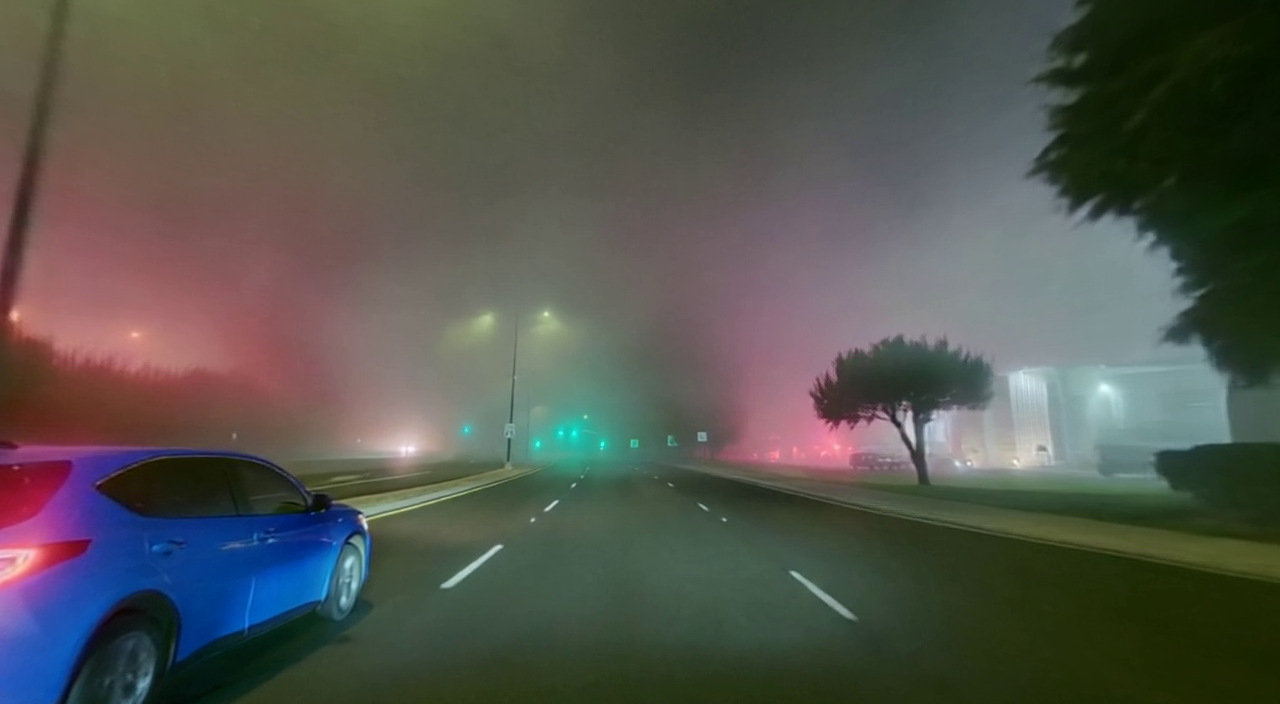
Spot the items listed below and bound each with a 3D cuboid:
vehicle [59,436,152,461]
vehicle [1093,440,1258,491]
[{"bbox_3d":[-41.427,7.552,49.092,4.875,1.819,2.218,4,-11,-19],"label":"vehicle"},{"bbox_3d":[31.813,6.724,37.923,2.649,2.623,6.928,8,-10,-26],"label":"vehicle"}]
